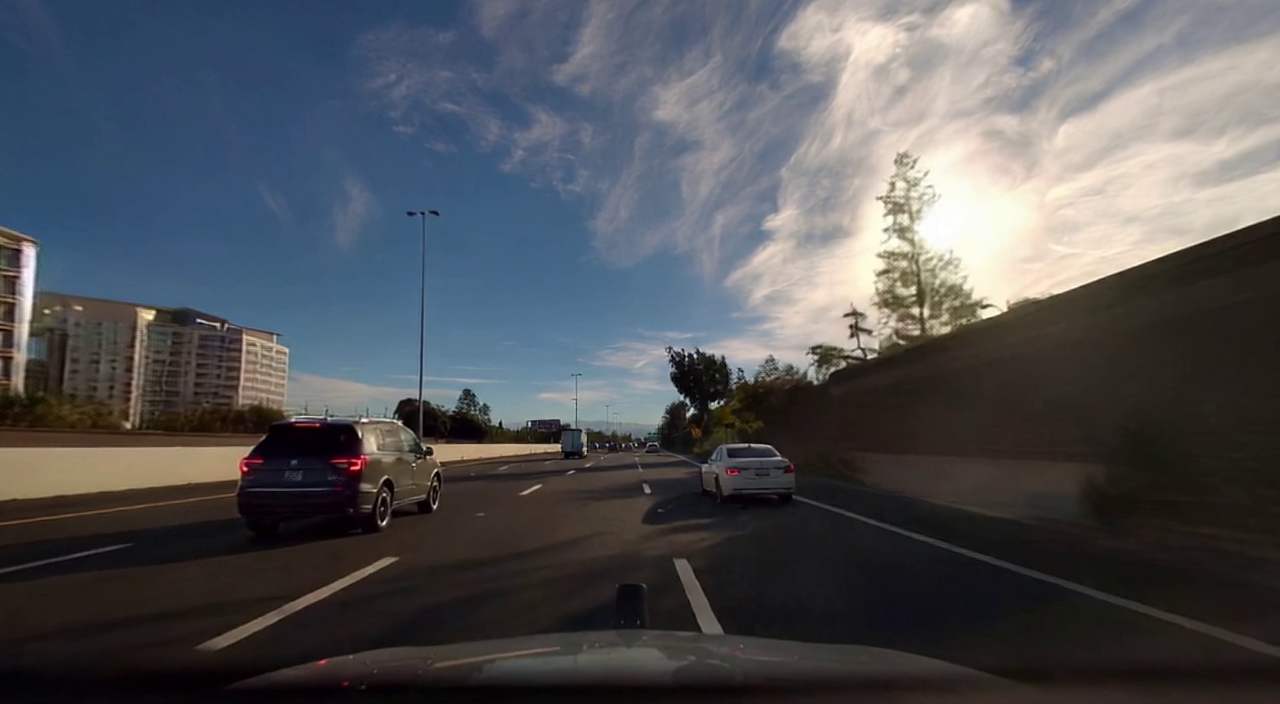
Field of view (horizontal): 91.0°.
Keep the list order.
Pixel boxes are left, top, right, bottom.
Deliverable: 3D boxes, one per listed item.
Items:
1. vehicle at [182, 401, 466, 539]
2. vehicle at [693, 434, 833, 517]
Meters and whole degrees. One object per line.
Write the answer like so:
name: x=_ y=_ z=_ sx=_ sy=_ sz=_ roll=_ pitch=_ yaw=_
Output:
vehicle: x=-5.090 y=2.035 z=11.446 sx=2.285 sy=1.853 sz=5.564 roll=0 pitch=-9 yaw=0
vehicle: x=2.500 y=2.677 z=14.203 sx=2.047 sy=1.532 sz=4.884 roll=1 pitch=-9 yaw=-2
